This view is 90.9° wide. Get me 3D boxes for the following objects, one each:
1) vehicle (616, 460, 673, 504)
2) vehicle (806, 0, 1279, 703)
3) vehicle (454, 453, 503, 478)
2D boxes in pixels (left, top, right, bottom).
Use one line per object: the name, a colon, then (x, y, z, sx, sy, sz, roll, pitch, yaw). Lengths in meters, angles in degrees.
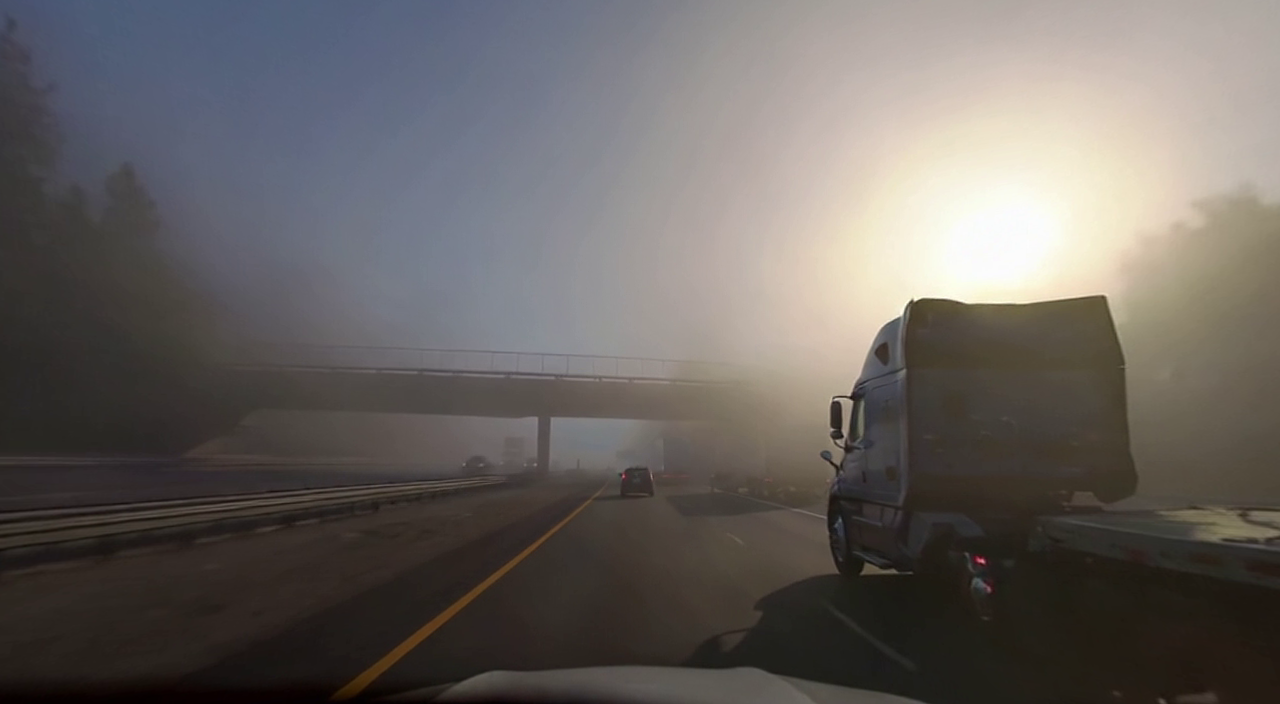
vehicle: (0.154, 5.112, 24.926, 2.067, 1.552, 3.601, 1, -10, 0)
vehicle: (3.740, -0.373, 1.250, 2.831, 4.150, 14.519, 1, -10, 0)
vehicle: (-10.305, 7.292, 40.439, 2.057, 1.495, 4.294, 1, -11, -1)
